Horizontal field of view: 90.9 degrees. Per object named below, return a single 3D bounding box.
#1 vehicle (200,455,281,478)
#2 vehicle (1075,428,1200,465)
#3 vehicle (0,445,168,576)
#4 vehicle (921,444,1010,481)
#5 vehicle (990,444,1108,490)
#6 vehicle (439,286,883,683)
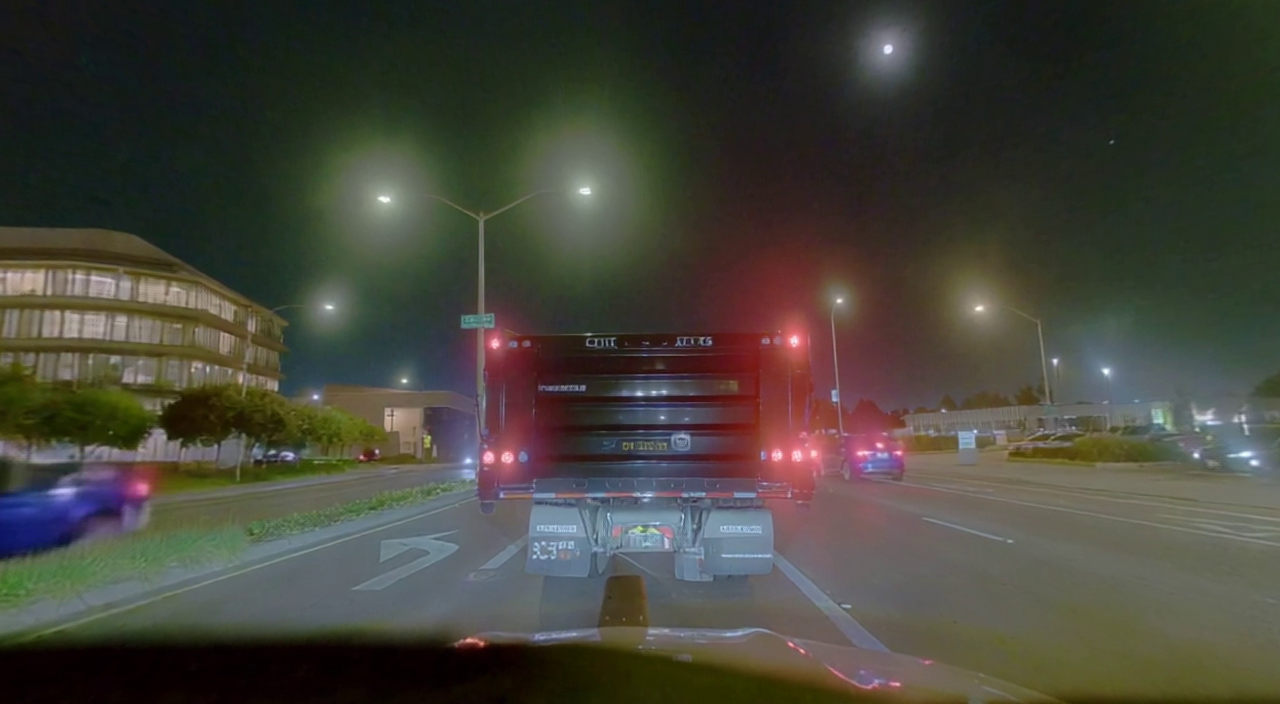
[{"bbox_3d":[-27.806,7.962,43.955,4.409,1.446,1.862,-1,-8,5],"label":"vehicle"},{"bbox_3d":[23.121,4.391,29.439,4.171,1.614,1.894,-1,-8,1],"label":"vehicle"},{"bbox_3d":[-8.335,1.850,7.392,2.006,1.479,4.643,0,-8,0],"label":"vehicle"},{"bbox_3d":[14.170,4.801,27.725,1.777,1.488,4.081,-1,-8,1],"label":"vehicle"},{"bbox_3d":[14.289,4.000,22.305,1.702,1.475,3.670,-1,-8,1],"label":"vehicle"},{"bbox_3d":[0.266,1.284,7.400,2.650,2.391,7.008,-1,-8,3],"label":"vehicle"}]
